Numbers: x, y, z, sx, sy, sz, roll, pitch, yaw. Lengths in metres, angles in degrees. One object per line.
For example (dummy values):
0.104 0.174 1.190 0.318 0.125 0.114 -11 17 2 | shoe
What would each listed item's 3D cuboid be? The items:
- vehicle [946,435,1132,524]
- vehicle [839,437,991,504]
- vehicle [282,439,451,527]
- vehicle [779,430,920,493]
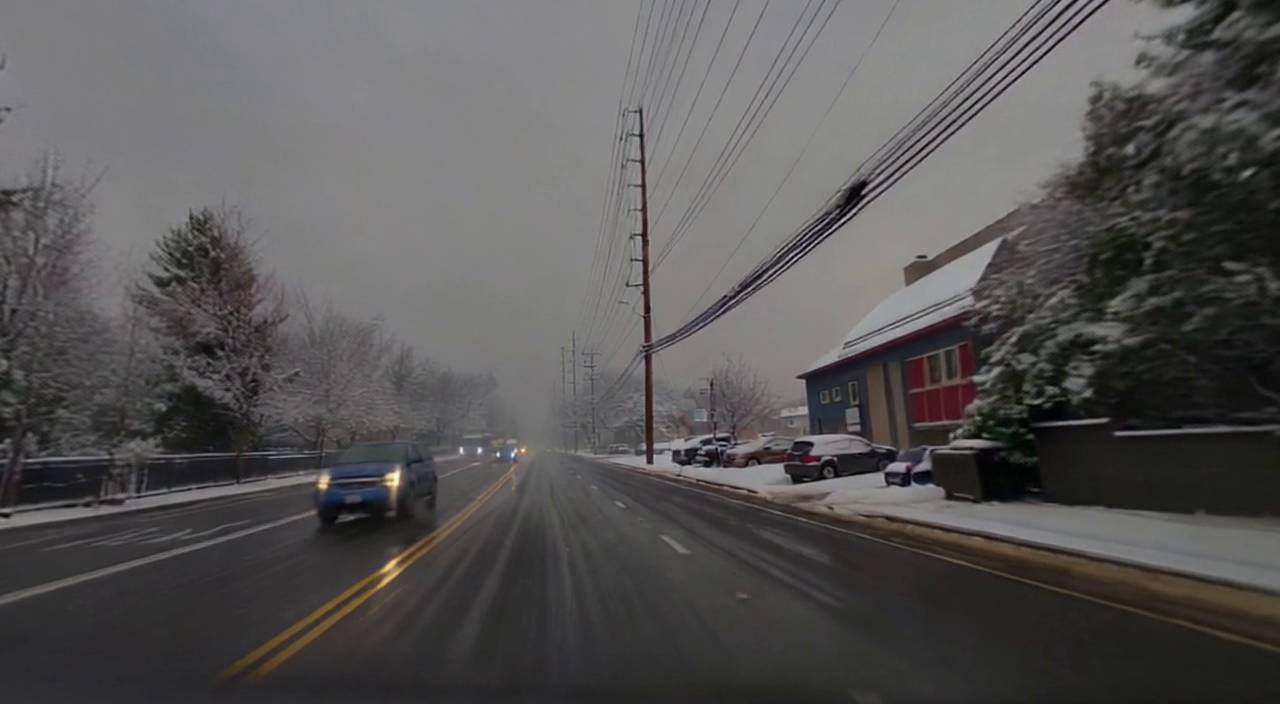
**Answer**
8.644 2.579 13.442 4.853 1.526 2.074 8 -12 -43 | vehicle
7.603 3.138 17.199 4.502 1.564 2.057 7 -11 -42 | vehicle
-5.507 2.651 13.434 2.122 1.517 4.465 1 -9 -8 | vehicle
7.122 3.585 21.103 5.112 1.832 2.290 8 -12 -43 | vehicle
